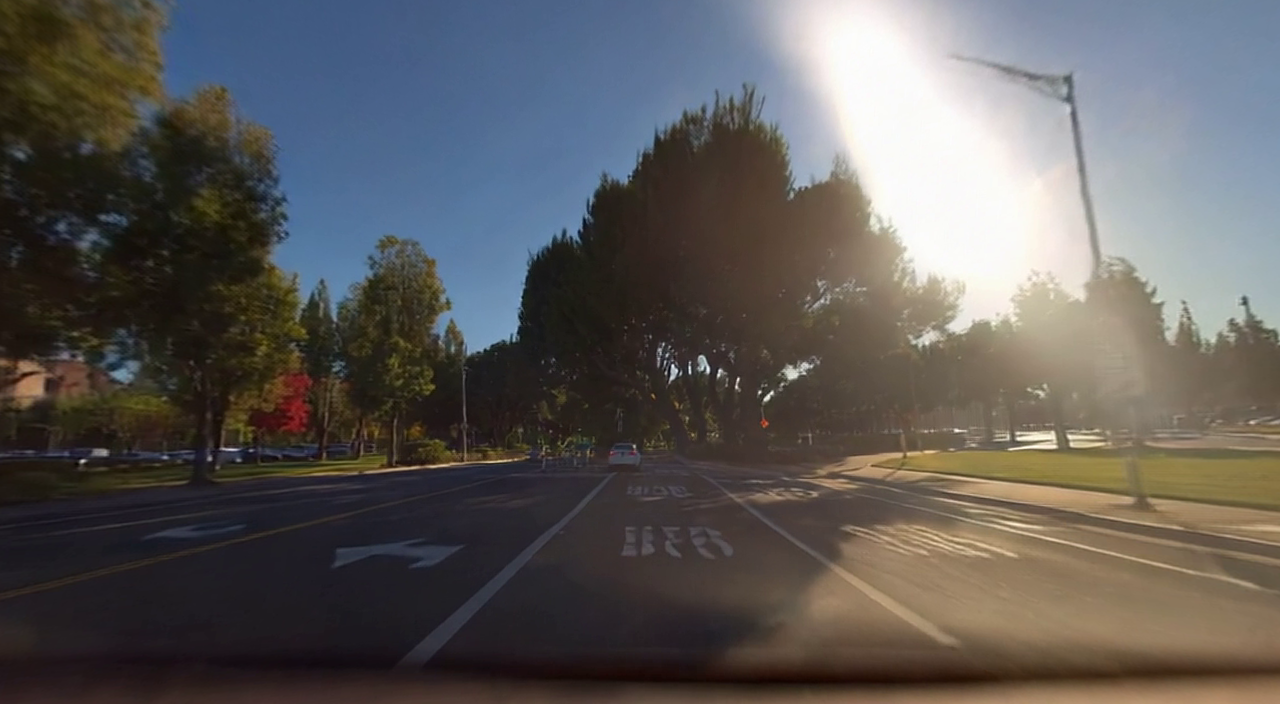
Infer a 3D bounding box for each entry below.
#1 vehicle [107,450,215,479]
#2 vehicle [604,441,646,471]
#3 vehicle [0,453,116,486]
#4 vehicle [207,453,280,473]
[{"bbox_3d":[-30.387,7.122,40.129,4.923,1.697,2.209,0,-8,-4],"label":"vehicle"},{"bbox_3d":[-0.724,5.454,33.270,1.978,1.499,3.915,-1,-8,2],"label":"vehicle"},{"bbox_3d":[-30.335,6.047,32.689,4.455,1.566,2.029,0,-8,-2],"label":"vehicle"},{"bbox_3d":[-30.098,8.445,47.977,4.309,1.433,1.818,0,-8,-1],"label":"vehicle"}]
